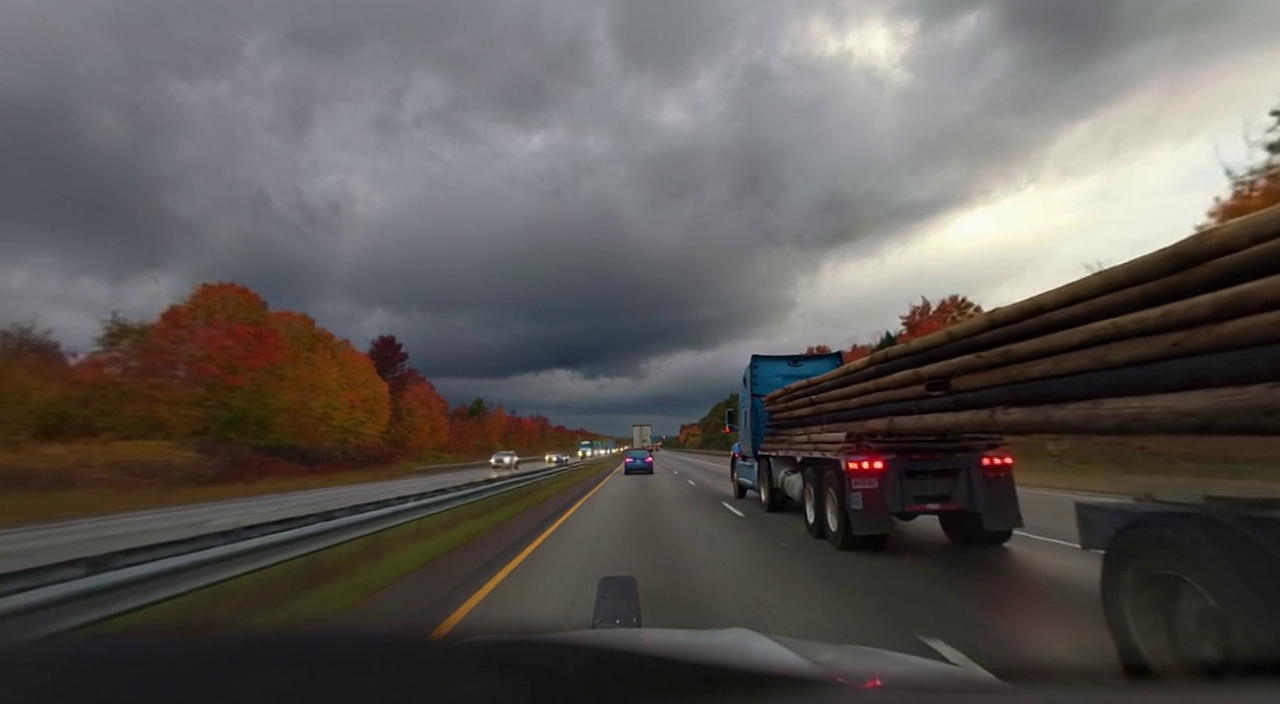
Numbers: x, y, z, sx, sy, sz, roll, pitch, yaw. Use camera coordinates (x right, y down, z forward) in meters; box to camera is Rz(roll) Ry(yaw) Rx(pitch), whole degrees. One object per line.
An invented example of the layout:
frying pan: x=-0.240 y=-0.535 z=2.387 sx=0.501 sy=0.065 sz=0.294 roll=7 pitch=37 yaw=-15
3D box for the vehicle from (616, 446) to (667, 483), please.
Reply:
vehicle: x=0.029 y=4.975 z=28.010 sx=2.099 sy=1.506 sz=4.097 roll=0 pitch=-9 yaw=0

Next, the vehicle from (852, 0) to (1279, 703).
vehicle: x=3.990 y=-0.195 z=2.705 sx=3.004 sy=3.923 sz=8.363 roll=0 pitch=-9 yaw=-1
